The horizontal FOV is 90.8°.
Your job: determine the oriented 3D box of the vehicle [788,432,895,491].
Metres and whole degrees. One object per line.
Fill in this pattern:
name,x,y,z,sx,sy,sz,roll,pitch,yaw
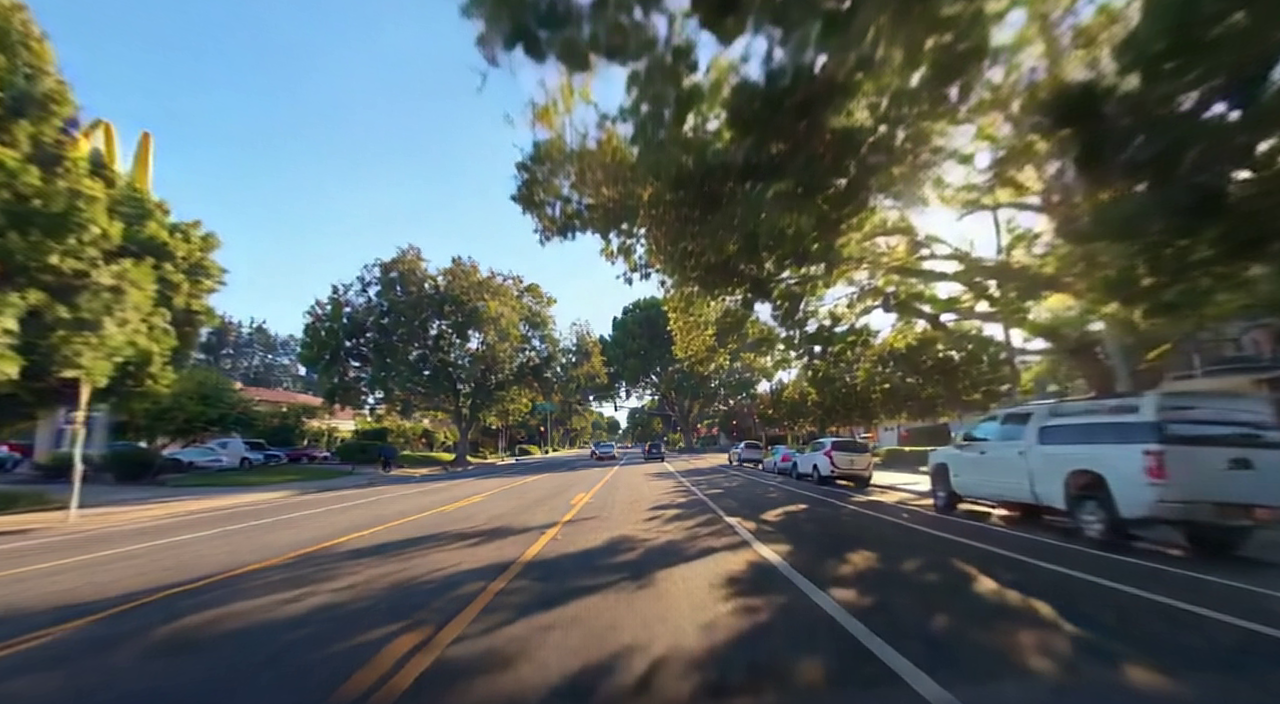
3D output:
vehicle,7.082,3.902,22.841,2.088,1.848,4.936,-1,-9,-2

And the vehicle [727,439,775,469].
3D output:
vehicle,7.078,6.572,40.864,2.132,1.793,5.003,0,-8,-1

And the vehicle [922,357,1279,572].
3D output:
vehicle,7.173,1.701,10.217,2.323,2.433,5.901,0,-8,-1
